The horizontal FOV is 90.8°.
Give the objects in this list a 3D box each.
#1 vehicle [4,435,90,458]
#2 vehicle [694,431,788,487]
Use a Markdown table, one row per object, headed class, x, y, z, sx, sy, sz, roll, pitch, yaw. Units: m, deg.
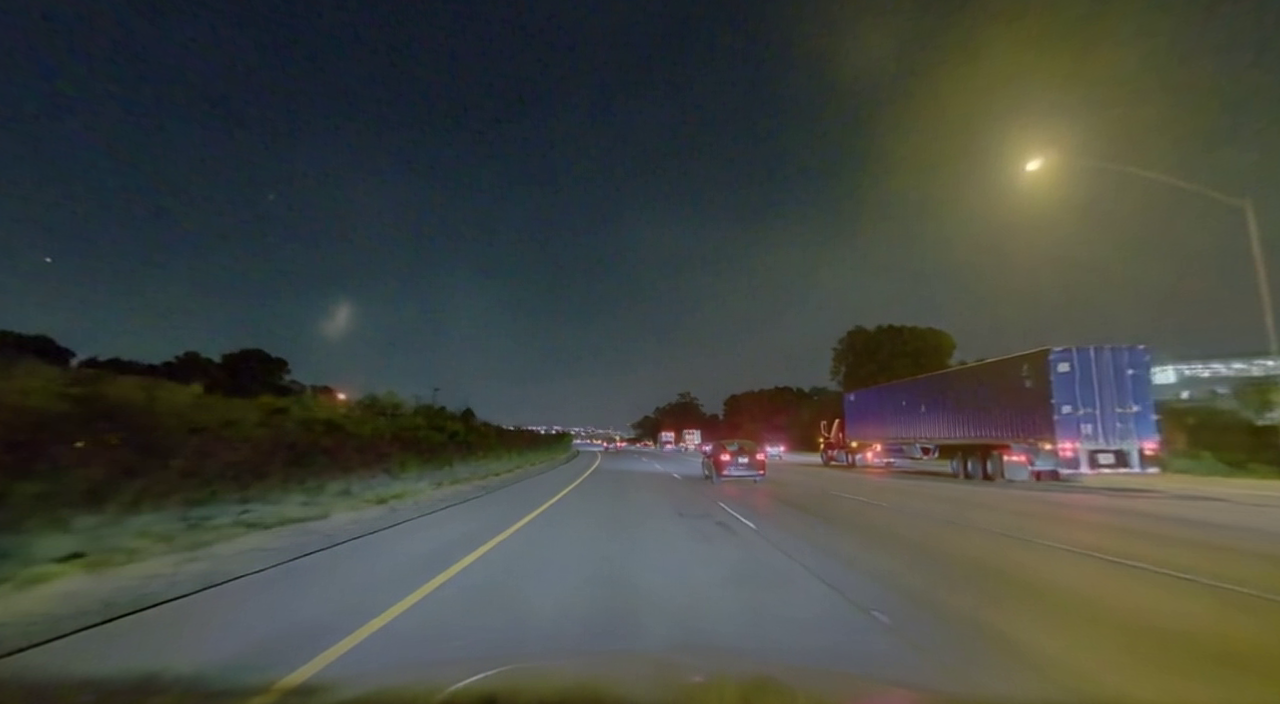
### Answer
| class | x | y | z | sx | sy | sz | roll | pitch | yaw |
| --- | --- | --- | --- | --- | --- | --- | --- | --- | --- |
| vehicle | -46.504 | 7.436 | 49.726 | 2.138 | 1.643 | 4.956 | 0 | -8 | -3 |
| vehicle | 3.320 | 3.634 | 21.797 | 2.305 | 1.729 | 4.526 | 0 | -8 | -3 |
